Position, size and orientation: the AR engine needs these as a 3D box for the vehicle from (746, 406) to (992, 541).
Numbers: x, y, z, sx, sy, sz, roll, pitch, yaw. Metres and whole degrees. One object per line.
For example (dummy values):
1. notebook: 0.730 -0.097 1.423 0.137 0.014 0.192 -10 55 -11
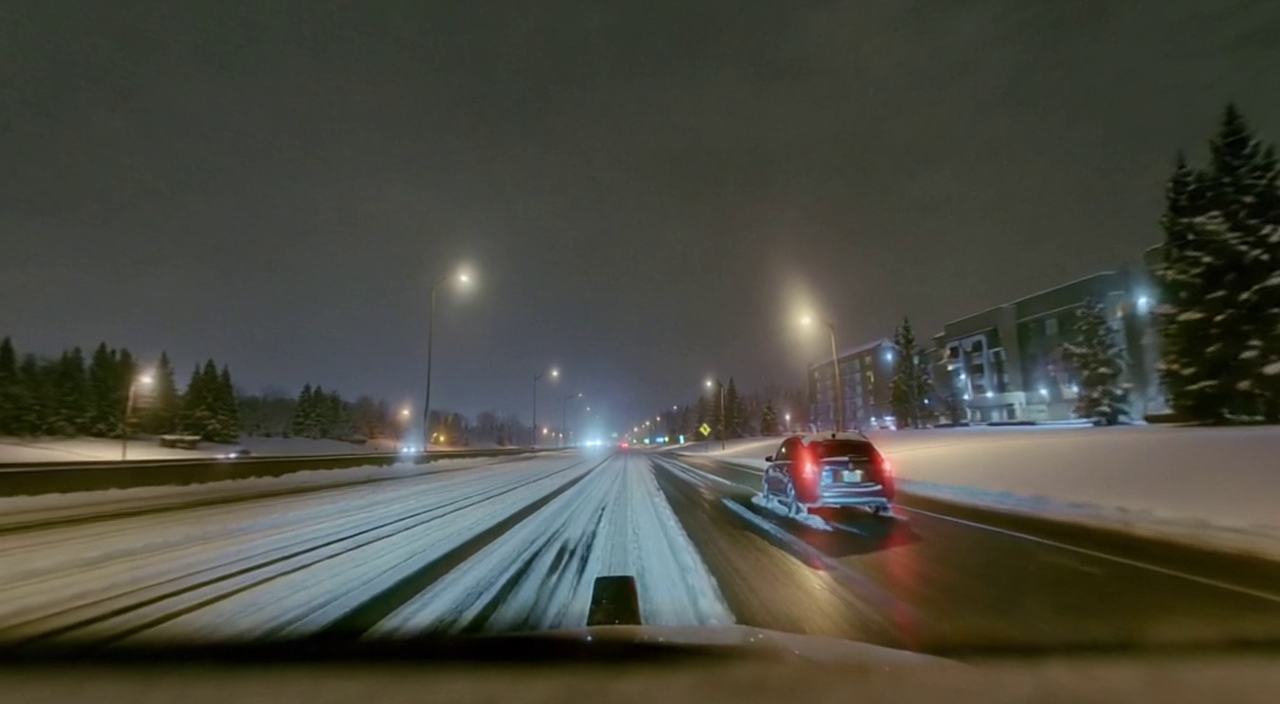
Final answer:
1. vehicle: 3.452 1.979 10.913 2.212 1.753 5.064 0 -9 -2
